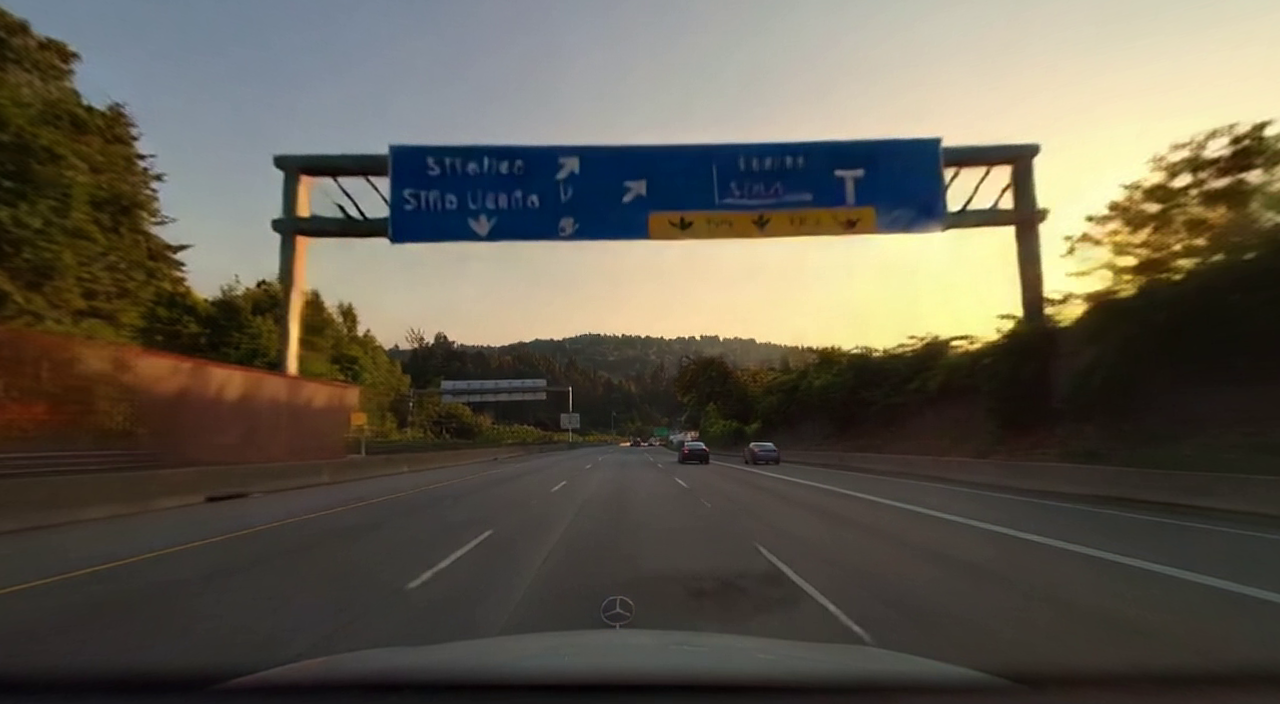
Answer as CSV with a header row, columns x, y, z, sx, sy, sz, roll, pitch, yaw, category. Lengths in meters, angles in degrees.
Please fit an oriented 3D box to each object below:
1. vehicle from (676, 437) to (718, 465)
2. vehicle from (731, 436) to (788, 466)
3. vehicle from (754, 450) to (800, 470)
x,y,z,sx,sy,sz,roll,pitch,yaw,category
3.097,5.457,35.010,1.819,1.468,3.770,0,-8,-2,vehicle
6.546,5.459,34.970,2.003,1.522,4.940,0,-8,-2,vehicle
6.704,5.301,31.017,1.535,0.862,2.814,0,-8,-2,vehicle
